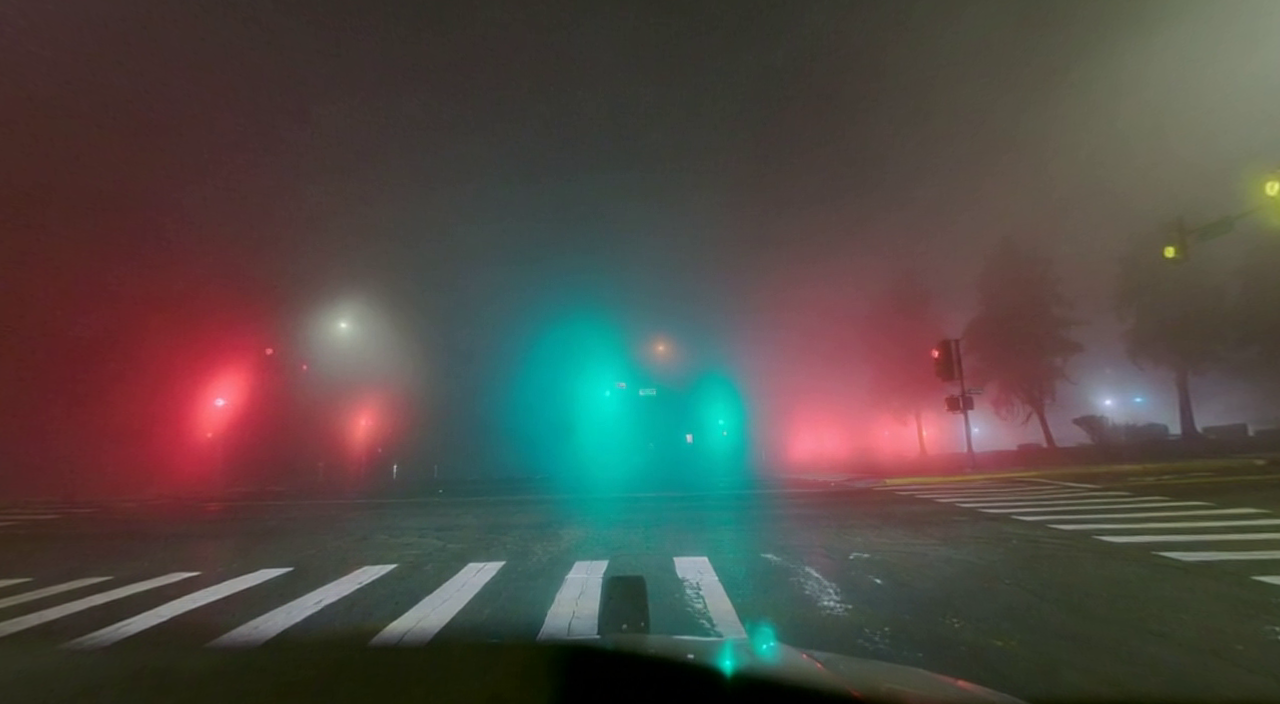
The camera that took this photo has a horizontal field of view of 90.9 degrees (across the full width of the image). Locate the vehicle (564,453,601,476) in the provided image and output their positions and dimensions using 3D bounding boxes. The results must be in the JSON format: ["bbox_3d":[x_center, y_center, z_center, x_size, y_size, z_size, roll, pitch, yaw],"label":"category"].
[{"bbox_3d":[-4.485,8.844,49.820,2.030,1.704,4.205,-1,-8,7],"label":"vehicle"}]
